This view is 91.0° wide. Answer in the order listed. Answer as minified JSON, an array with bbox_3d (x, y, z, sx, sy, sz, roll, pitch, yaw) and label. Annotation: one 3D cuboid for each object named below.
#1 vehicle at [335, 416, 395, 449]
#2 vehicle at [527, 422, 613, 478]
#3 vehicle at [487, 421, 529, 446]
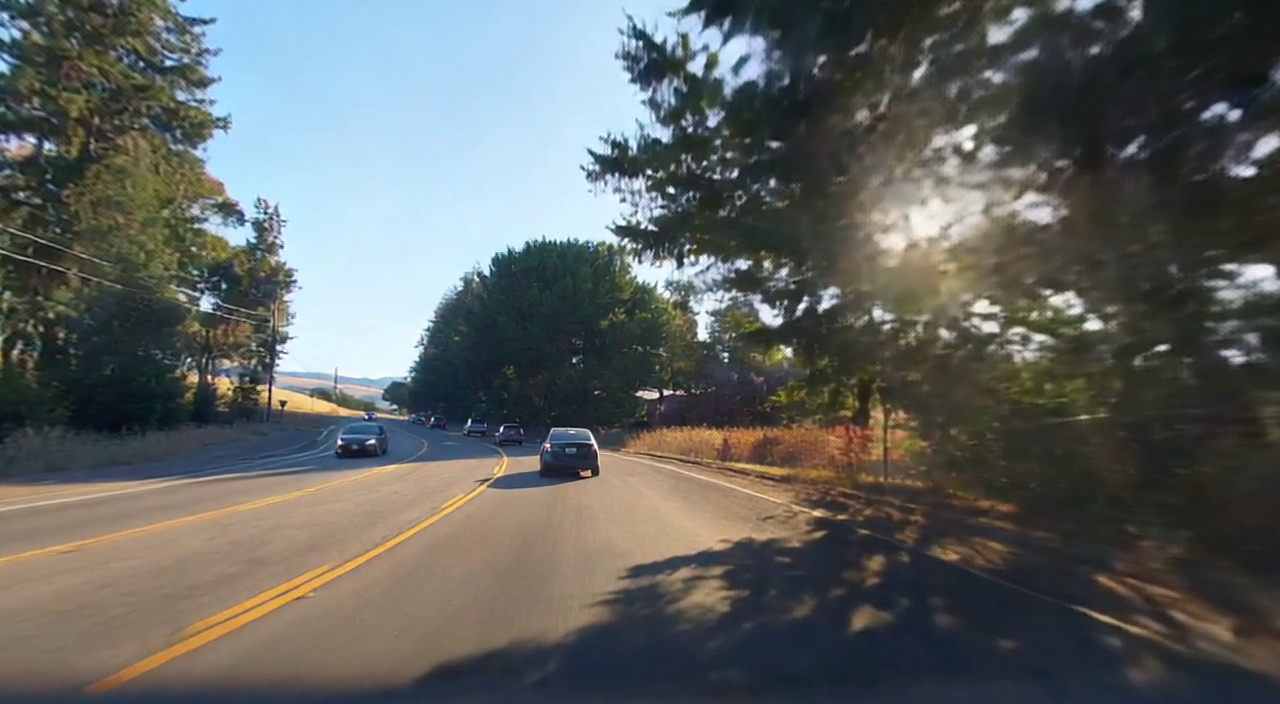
[{"bbox_3d":[-13.596,4.050,31.362,2.126,1.493,4.748,2,-8,-17],"label":"vehicle"},{"bbox_3d":[-2.237,2.928,19.095,2.296,1.510,4.068,1,-8,-10],"label":"vehicle"},{"bbox_3d":[-8.763,5.385,41.484,2.080,1.530,3.719,3,-8,-22],"label":"vehicle"}]
